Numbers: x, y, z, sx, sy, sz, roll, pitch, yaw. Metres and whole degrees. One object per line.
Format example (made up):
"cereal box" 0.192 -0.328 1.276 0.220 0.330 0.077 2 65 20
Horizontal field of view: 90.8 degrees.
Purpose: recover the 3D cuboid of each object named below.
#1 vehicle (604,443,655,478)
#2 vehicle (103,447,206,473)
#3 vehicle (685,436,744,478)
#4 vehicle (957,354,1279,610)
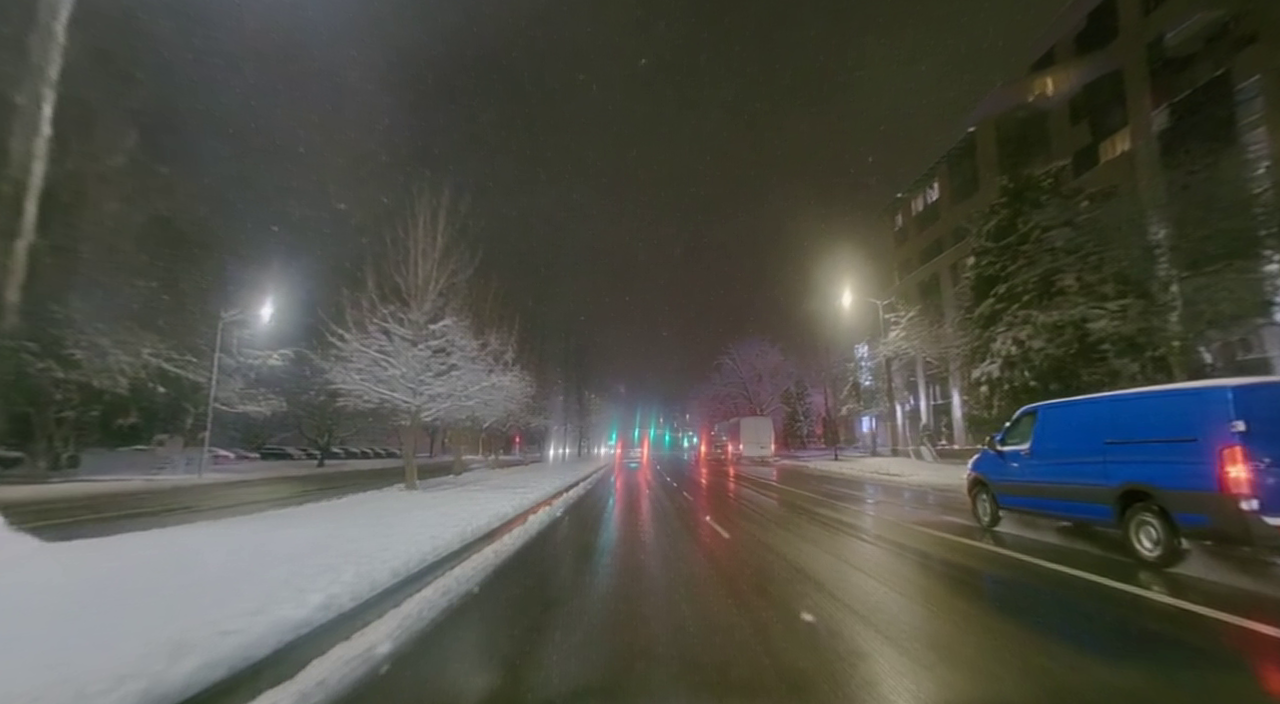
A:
"vehicle" -0.465 4.790 28.198 2.095 1.456 3.873 0 -8 -1
"vehicle" -29.742 6.620 38.754 4.761 1.522 1.968 -1 -10 3
"vehicle" 3.238 4.665 28.235 2.047 1.711 4.265 0 -8 -1
"vehicle" 6.639 1.450 7.744 2.573 2.127 5.568 0 -8 0
